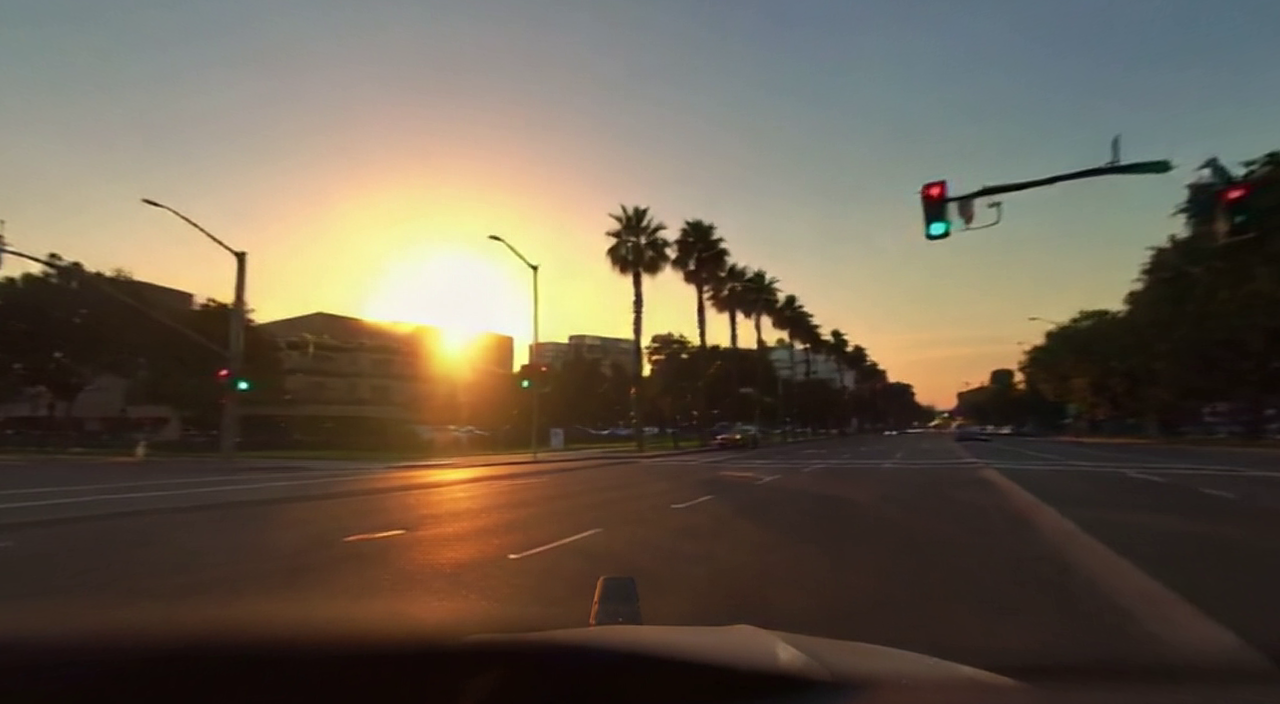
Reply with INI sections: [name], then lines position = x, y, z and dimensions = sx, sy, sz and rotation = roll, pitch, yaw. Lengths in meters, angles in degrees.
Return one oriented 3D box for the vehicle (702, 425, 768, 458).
[vehicle]
position = 4.686, 4.318, 30.579
dimensions = 2.149, 1.477, 4.186
rotation = -4, -9, 23
